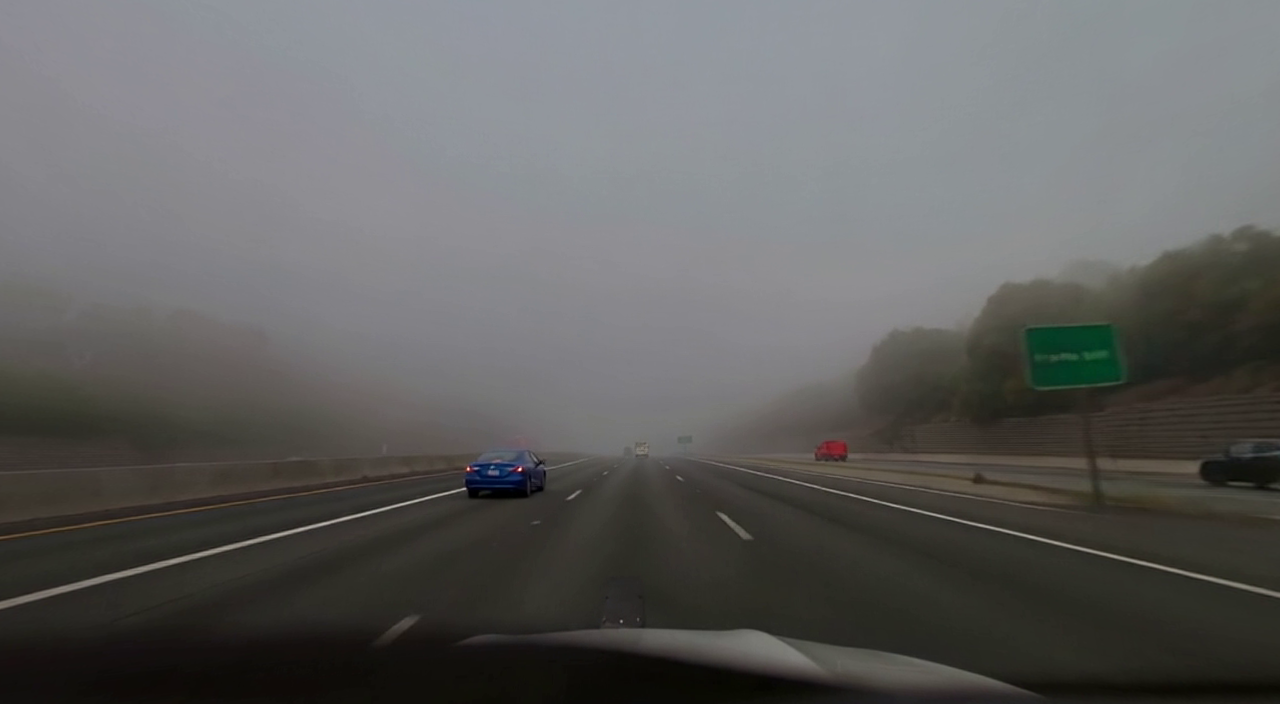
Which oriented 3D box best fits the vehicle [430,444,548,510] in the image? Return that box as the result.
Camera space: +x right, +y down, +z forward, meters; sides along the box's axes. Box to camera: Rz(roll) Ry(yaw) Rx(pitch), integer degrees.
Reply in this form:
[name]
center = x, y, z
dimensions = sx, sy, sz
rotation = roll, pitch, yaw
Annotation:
[vehicle]
center = -3.687, 3.127, 16.299
dimensions = 1.873, 1.438, 4.546
rotation = -1, -9, 1
